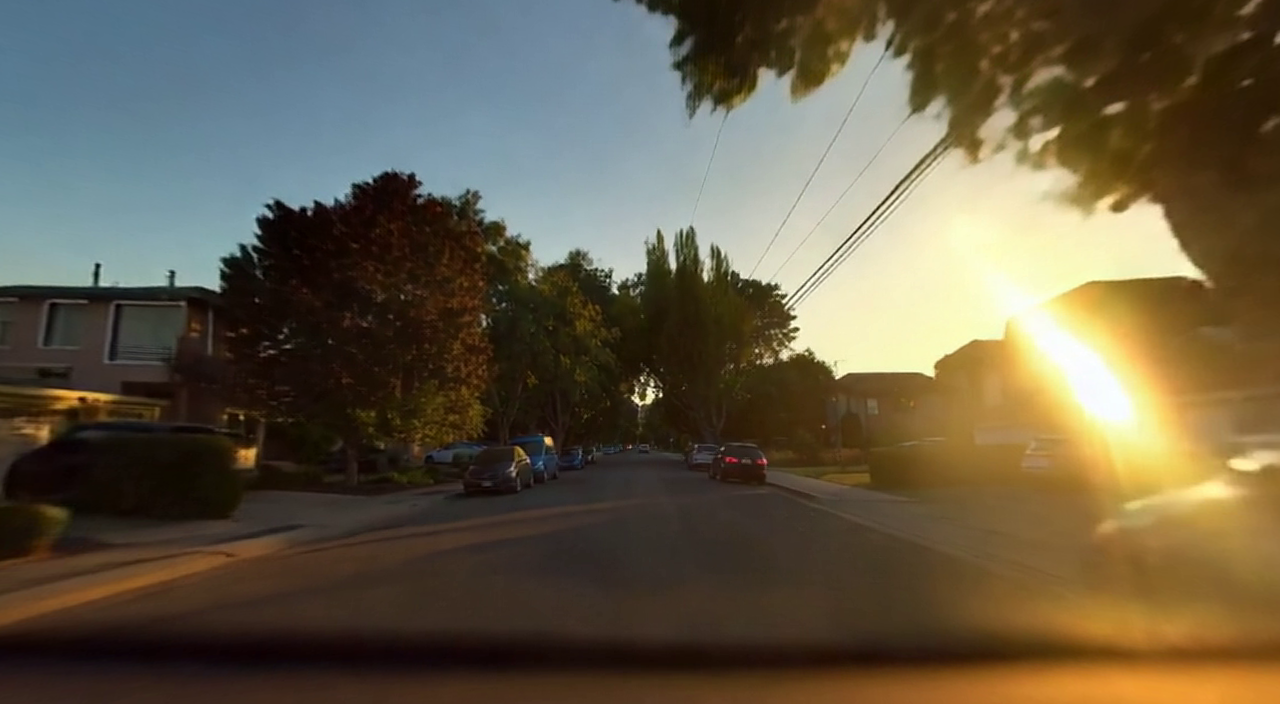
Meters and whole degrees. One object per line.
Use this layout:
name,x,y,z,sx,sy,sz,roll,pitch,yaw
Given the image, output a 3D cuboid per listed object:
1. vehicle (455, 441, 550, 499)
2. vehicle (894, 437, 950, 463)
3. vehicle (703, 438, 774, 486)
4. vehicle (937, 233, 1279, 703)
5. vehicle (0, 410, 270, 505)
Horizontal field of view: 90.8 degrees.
vehicle,-4.575,3.962,21.800,2.116,1.659,4.832,-2,-8,1
vehicle,19.450,6.786,43.793,2.086,1.658,4.154,0,-9,2
vehicle,4.126,4.743,27.578,2.152,1.810,5.846,1,-9,0
vehicle,3.597,0.540,1.241,2.744,2.152,6.605,1,-9,-1
vehicle,-12.490,2.462,15.009,5.716,2.001,2.535,1,-8,0
